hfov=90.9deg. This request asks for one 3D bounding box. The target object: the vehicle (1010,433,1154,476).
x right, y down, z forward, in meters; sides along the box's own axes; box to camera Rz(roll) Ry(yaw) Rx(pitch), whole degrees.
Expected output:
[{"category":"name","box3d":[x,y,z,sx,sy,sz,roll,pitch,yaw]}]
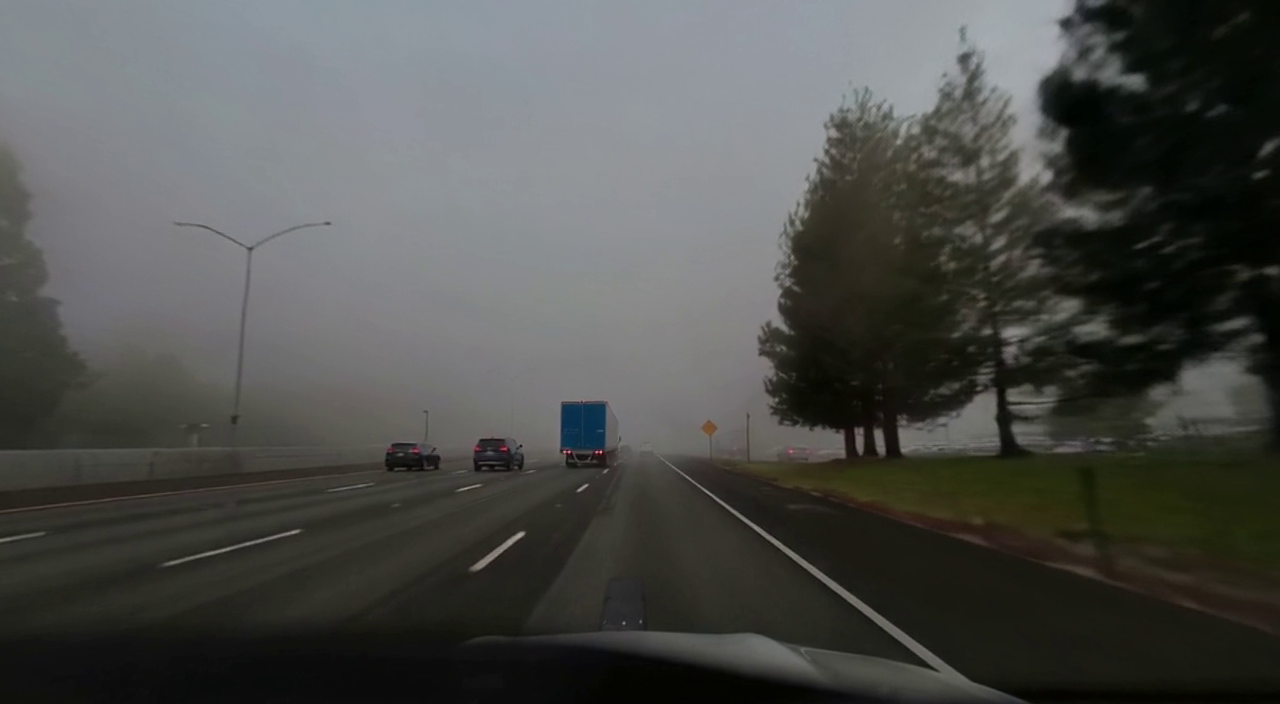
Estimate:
[{"category":"vehicle","box3d":[17.756,4.139,25.690,2.022,1.505,4.786,3,-9,-7]}]

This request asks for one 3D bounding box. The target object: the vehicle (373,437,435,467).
[{"category":"vehicle","box3d":[-14.273,6.054,38.451,1.997,1.695,4.492,0,-8,1]}]

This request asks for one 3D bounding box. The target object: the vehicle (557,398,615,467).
[{"category":"vehicle","box3d":[-3.460,5.719,43.871,2.905,4.037,12.921,0,-8,0]}]

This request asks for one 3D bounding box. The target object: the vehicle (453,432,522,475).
[{"category":"vehicle","box3d":[-6.974,4.678,29.375,2.058,1.840,4.443,0,-8,0]}]
